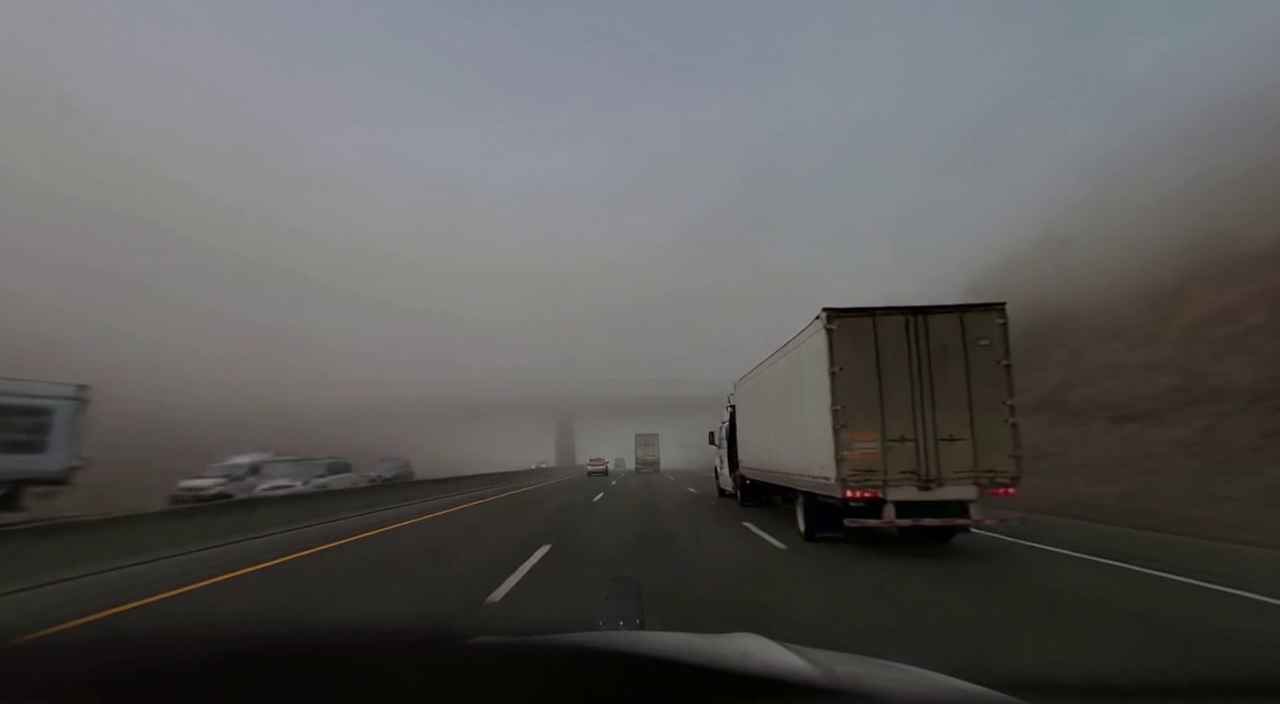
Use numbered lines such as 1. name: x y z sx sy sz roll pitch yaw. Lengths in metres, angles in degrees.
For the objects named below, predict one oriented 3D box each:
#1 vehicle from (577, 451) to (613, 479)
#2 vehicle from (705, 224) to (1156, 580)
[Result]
1. vehicle: -2.873 7.270 40.808 2.007 1.647 3.854 0 -9 0
2. vehicle: 4.051 1.761 15.449 3.131 4.037 16.729 0 -9 0
